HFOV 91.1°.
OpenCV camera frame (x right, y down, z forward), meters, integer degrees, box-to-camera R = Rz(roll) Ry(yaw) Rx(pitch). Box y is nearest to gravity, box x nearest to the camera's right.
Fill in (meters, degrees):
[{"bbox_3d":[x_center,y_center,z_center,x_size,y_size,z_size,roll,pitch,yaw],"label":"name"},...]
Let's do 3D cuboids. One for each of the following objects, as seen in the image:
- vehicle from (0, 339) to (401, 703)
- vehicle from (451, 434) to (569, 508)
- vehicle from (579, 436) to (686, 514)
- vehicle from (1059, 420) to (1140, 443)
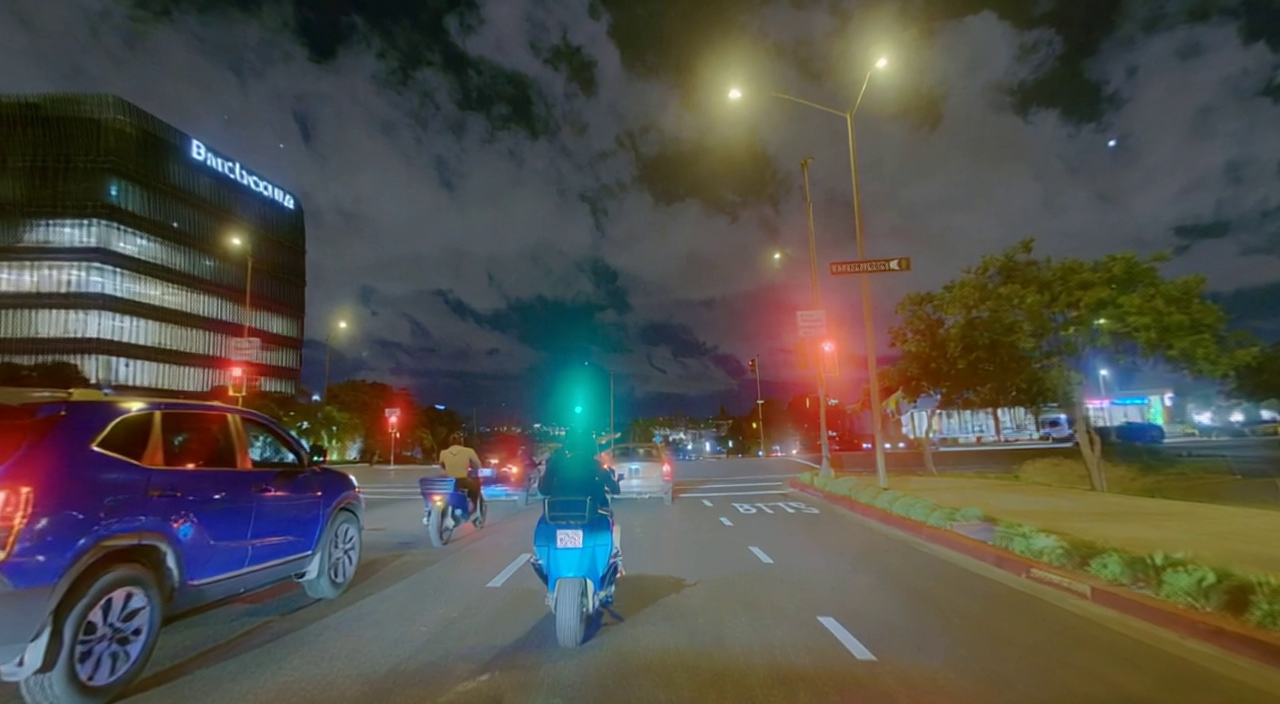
[{"bbox_3d":[-3.612,1.150,4.503,2.000,1.809,4.405,0,-8,1],"label":"vehicle"},{"bbox_3d":[-3.116,2.950,16.002,1.935,1.615,4.073,-1,-8,3],"label":"vehicle"},{"bbox_3d":[-0.080,2.647,14.032,2.025,1.458,4.085,-1,-8,2],"label":"vehicle"},{"bbox_3d":[30.725,5.359,42.047,1.751,1.420,4.027,8,-12,-43],"label":"vehicle"}]
